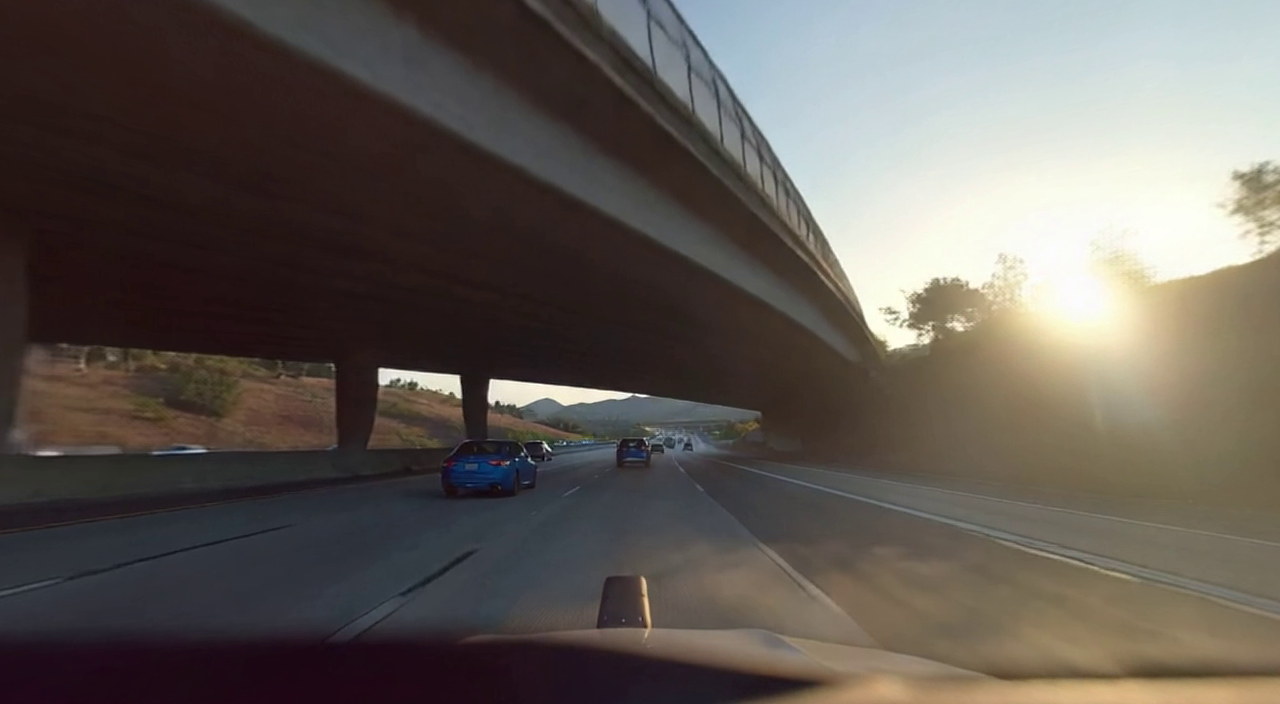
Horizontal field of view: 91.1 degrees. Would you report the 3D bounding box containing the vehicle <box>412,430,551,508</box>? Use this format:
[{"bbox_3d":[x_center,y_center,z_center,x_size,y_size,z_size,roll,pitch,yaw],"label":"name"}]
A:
[{"bbox_3d":[-3.625,2.781,15.376,2.124,1.607,4.531,0,-9,1],"label":"vehicle"}]

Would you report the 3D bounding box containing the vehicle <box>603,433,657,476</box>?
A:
[{"bbox_3d":[-0.367,4.432,27.389,2.155,1.690,4.318,0,-9,1],"label":"vehicle"}]
